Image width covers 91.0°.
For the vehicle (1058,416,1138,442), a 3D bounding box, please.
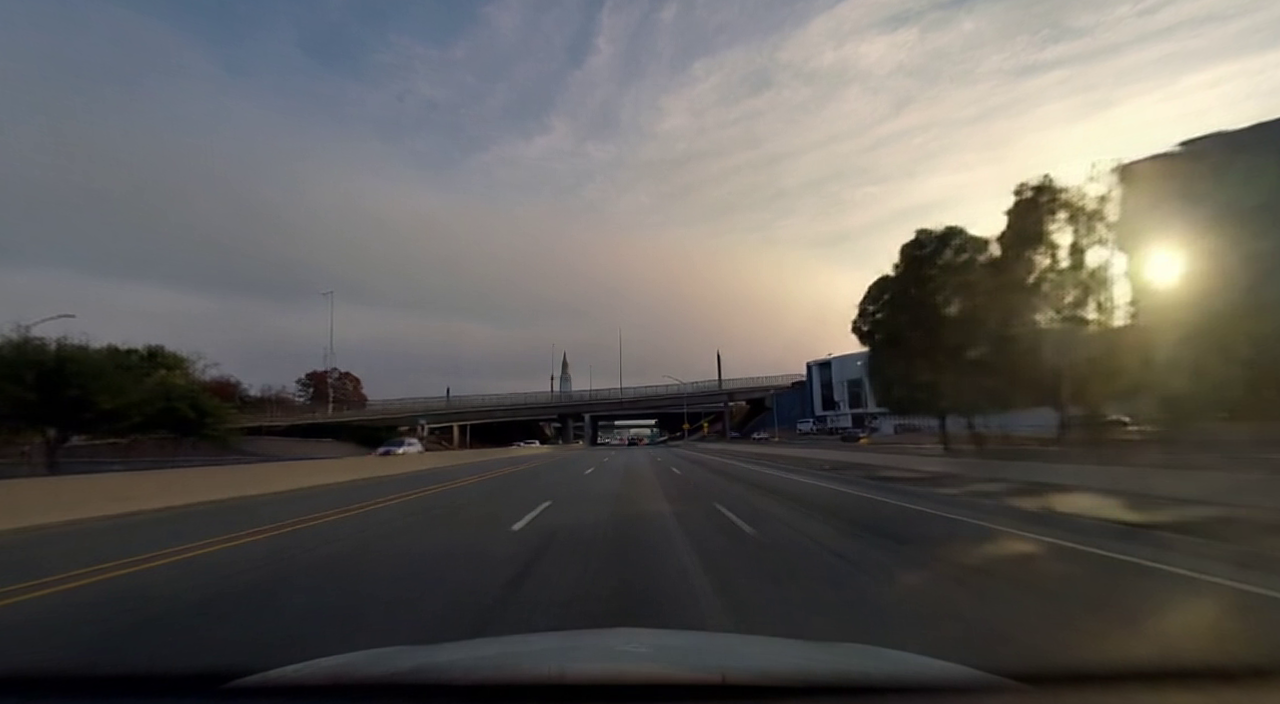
[{"bbox_3d":[29.695,5.056,41.027,1.970,1.474,4.550,-5,-8,4],"label":"vehicle"}]
